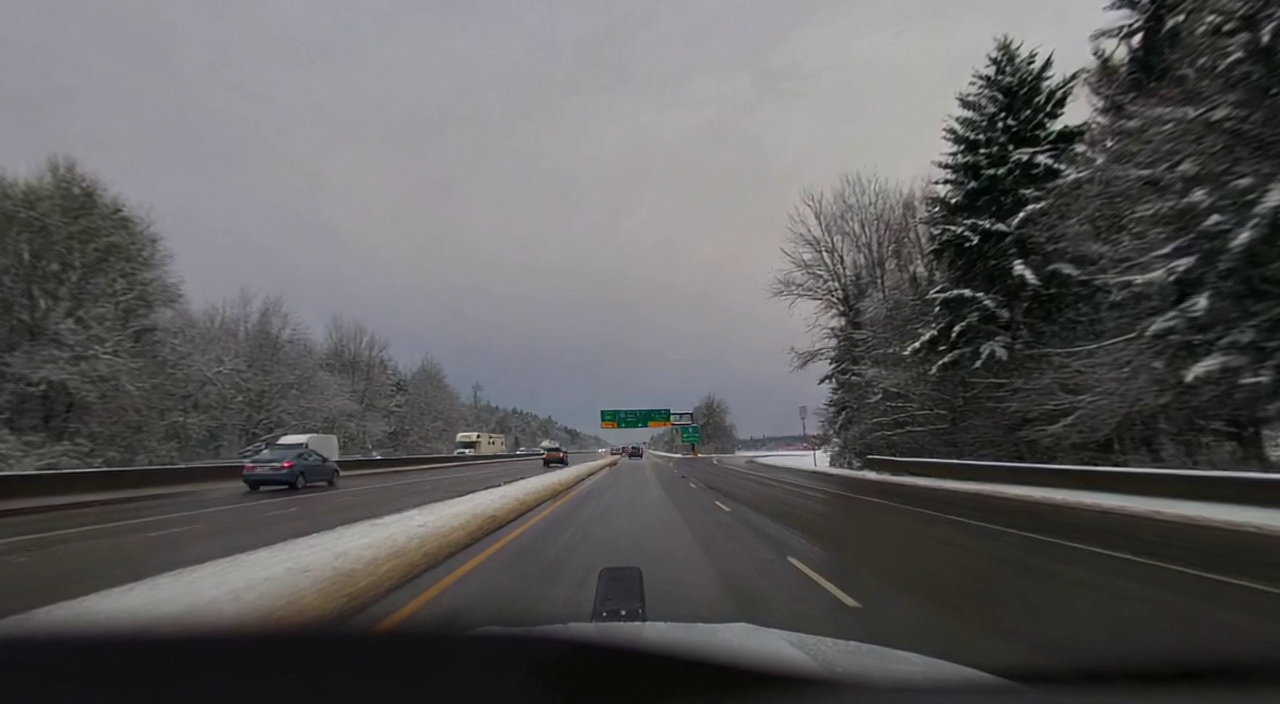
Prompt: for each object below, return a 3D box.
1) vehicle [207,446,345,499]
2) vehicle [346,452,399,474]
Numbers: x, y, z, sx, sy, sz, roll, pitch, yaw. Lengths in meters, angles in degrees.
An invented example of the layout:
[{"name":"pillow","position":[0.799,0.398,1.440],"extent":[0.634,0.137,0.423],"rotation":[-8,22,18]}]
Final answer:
[{"name":"vehicle","position":[-11.641,3.845,20.591],"extent":[1.981,1.503,4.207],"rotation":[0,-9,0]},{"name":"vehicle","position":[-19.605,8.123,46.464],"extent":[1.924,1.449,4.472],"rotation":[0,-9,1]}]
